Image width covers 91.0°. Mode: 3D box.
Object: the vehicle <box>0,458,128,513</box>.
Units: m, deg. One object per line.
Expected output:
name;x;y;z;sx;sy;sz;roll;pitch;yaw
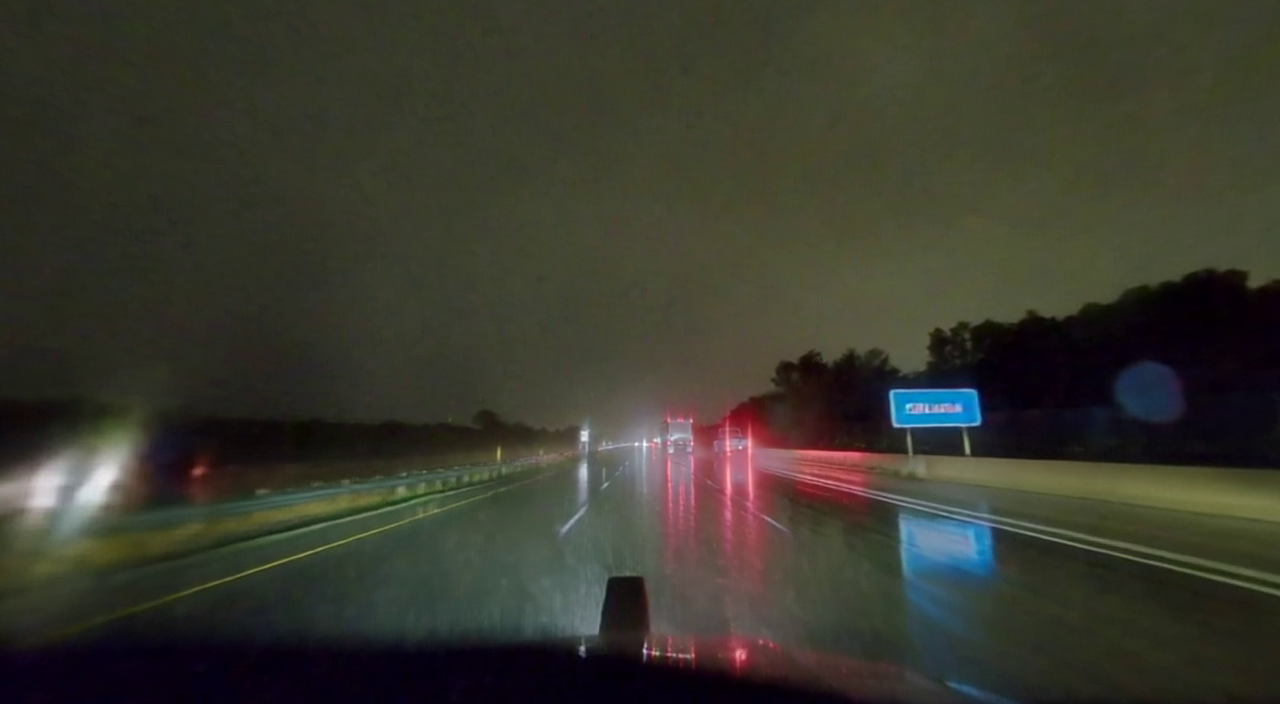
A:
vehicle;-19.279;4.276;20.553;1.875;1.506;3.736;0;-8;1
